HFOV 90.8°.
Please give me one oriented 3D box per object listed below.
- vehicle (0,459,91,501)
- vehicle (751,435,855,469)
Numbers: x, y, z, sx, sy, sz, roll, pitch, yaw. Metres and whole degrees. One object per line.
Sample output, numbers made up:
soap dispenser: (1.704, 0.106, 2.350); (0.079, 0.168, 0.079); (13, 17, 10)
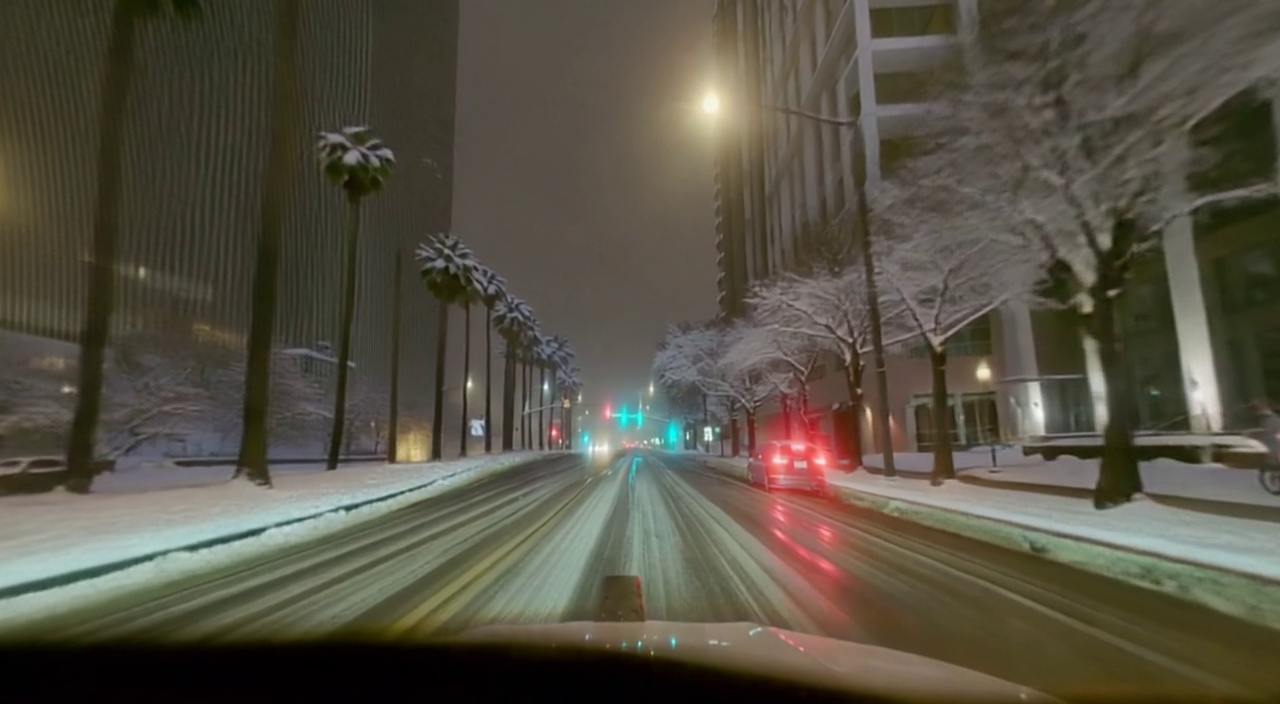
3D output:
vehicle: (-23.932, 4.866, 24.212); (1.751, 1.424, 4.506); (0, -8, 0)
vehicle: (8.587, 5.323, 33.624); (4.871, 1.708, 2.144); (0, -9, -2)
